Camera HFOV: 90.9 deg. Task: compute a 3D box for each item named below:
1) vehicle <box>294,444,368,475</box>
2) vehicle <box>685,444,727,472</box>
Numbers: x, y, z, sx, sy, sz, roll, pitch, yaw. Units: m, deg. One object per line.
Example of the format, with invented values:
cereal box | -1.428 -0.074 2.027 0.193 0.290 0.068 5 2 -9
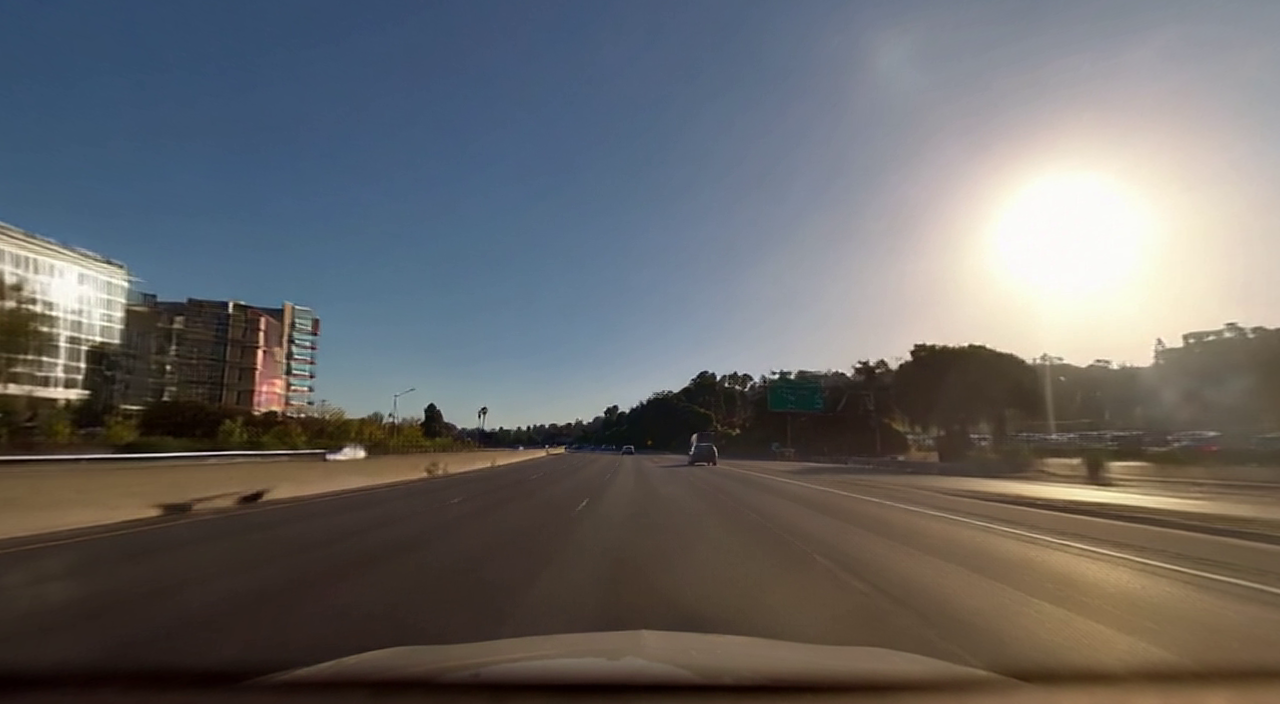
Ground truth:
vehicle | -16.692 5.802 34.279 1.986 1.552 4.014 0 -9 0
vehicle | 3.776 6.134 36.665 1.926 1.477 4.025 0 -9 -2
